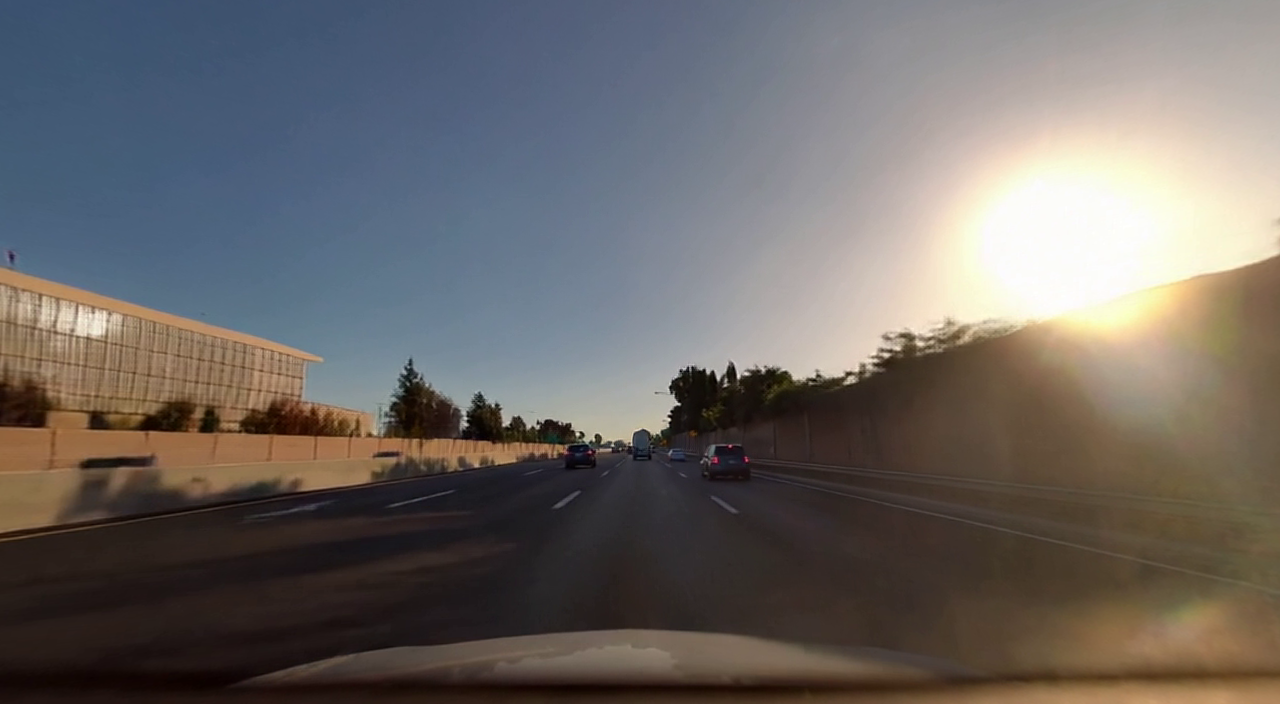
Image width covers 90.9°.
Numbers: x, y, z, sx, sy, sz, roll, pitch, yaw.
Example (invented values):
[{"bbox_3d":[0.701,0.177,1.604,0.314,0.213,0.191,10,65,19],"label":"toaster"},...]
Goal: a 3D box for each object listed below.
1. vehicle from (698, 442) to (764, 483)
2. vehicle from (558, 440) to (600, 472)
[{"bbox_3d":[3.667,4.562,26.227,1.973,1.536,4.337,0,-9,-2],"label":"vehicle"},{"bbox_3d":[-3.661,6.368,38.701,2.014,1.811,4.369,0,-9,1],"label":"vehicle"}]
